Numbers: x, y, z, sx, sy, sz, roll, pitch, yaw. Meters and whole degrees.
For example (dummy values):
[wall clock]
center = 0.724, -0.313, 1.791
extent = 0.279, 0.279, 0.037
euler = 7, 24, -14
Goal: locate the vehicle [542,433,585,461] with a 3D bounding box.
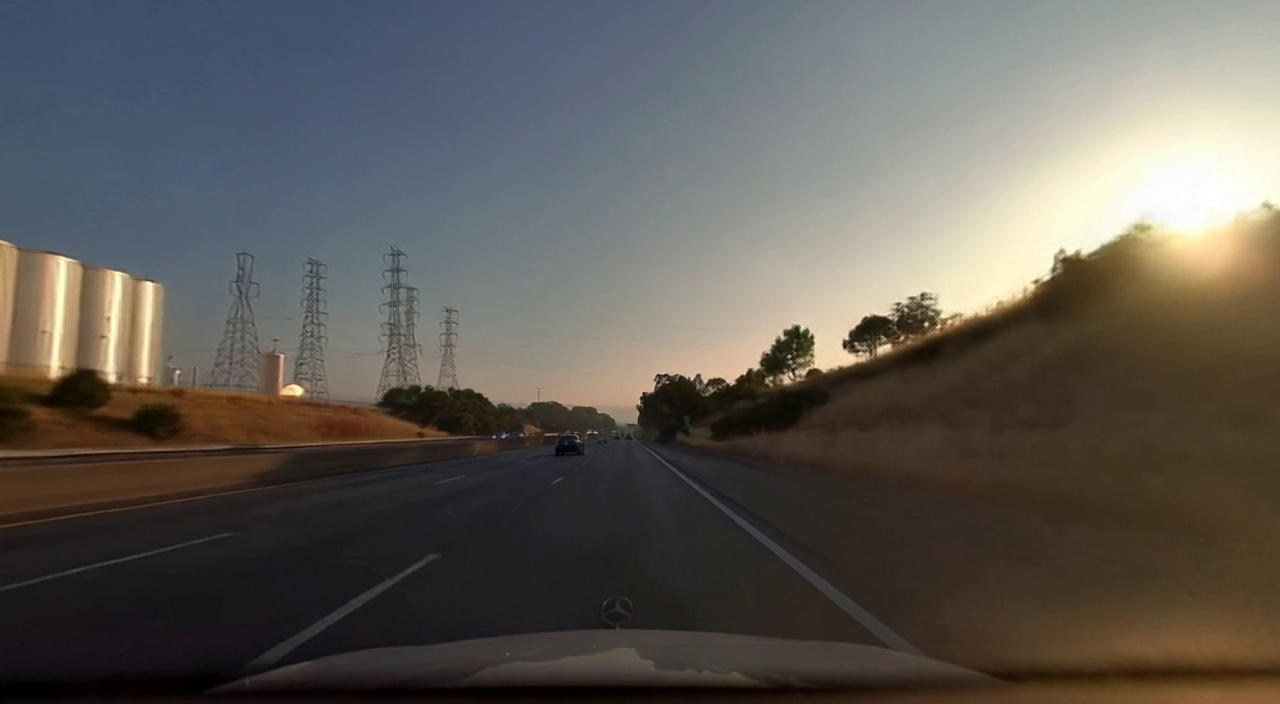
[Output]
[vehicle]
center = -4.139, 5.182, 34.574
extent = 1.952, 1.462, 3.969
euler = 0, -8, -1
